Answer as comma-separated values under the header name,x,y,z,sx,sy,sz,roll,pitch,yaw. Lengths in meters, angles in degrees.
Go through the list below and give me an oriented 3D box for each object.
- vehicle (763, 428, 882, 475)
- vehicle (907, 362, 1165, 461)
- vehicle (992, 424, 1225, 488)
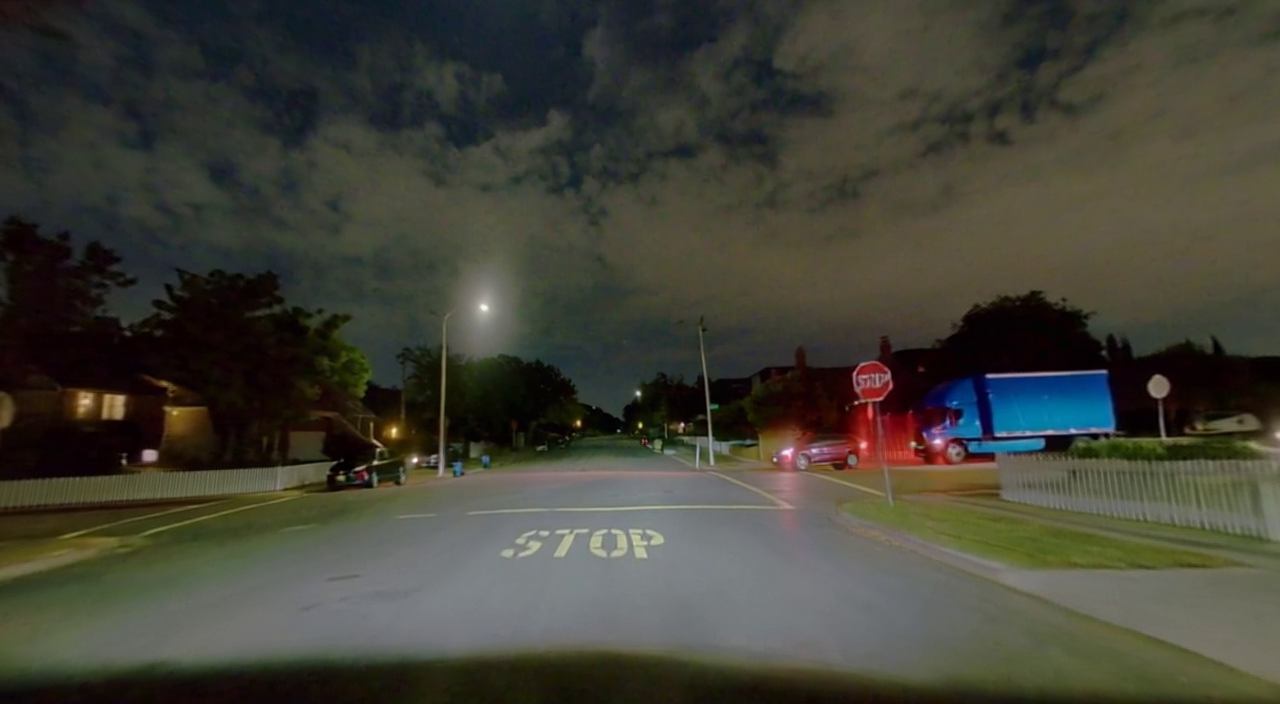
name,x,y,z,sx,sy,sz,roll,pitch,yaw
vehicle,6.933,3.837,24.372,3.867,1.710,2.107,0,-9,-2
vehicle,14.903,2.351,24.304,7.759,3.523,2.930,0,-9,0
vehicle,11.925,2.658,16.307,4.488,1.507,1.954,0,-9,-3
